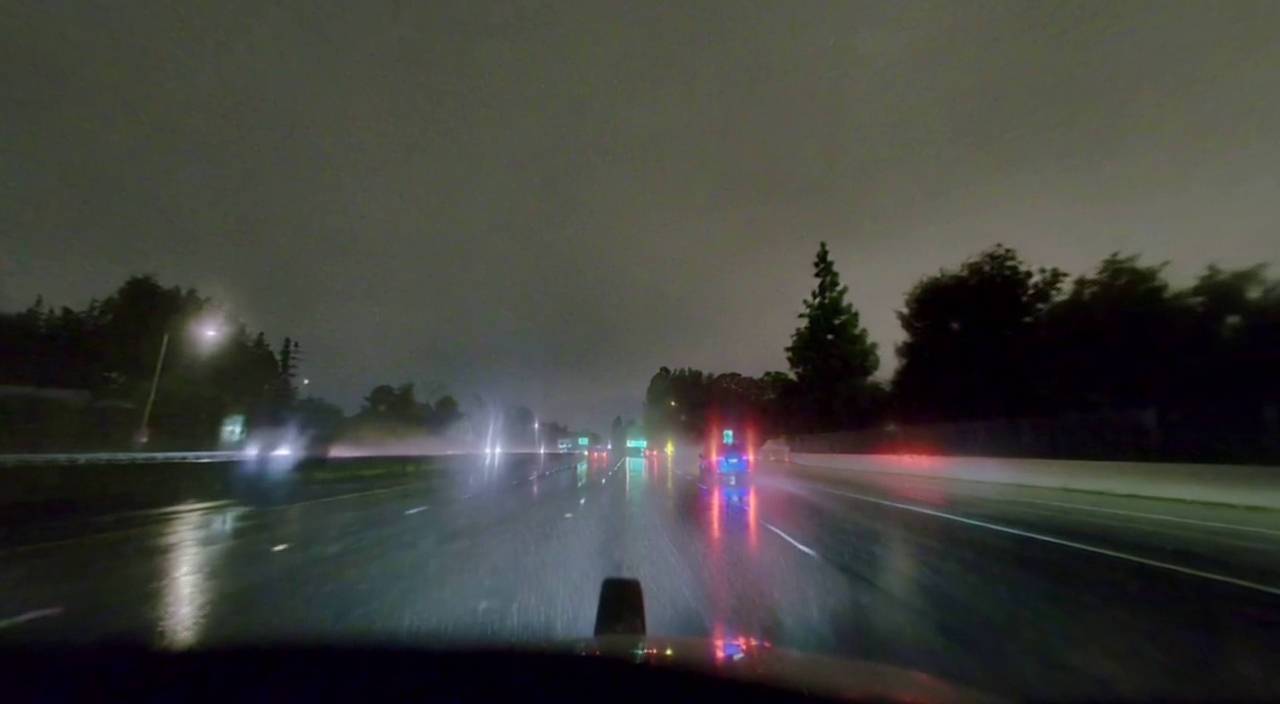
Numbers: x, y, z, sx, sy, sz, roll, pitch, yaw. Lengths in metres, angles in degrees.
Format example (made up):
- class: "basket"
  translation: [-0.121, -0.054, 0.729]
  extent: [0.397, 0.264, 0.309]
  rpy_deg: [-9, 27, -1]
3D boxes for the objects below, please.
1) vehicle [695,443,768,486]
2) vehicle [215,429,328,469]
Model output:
- class: "vehicle"
  translation: [3.438, 4.322, 24.504]
  extent: [2.033, 1.501, 4.398]
  rpy_deg: [0, -9, -2]
- class: "vehicle"
  translation: [-18.502, 4.934, 32.073]
  extent: [2.336, 1.832, 5.644]
  rpy_deg: [0, -9, 0]
